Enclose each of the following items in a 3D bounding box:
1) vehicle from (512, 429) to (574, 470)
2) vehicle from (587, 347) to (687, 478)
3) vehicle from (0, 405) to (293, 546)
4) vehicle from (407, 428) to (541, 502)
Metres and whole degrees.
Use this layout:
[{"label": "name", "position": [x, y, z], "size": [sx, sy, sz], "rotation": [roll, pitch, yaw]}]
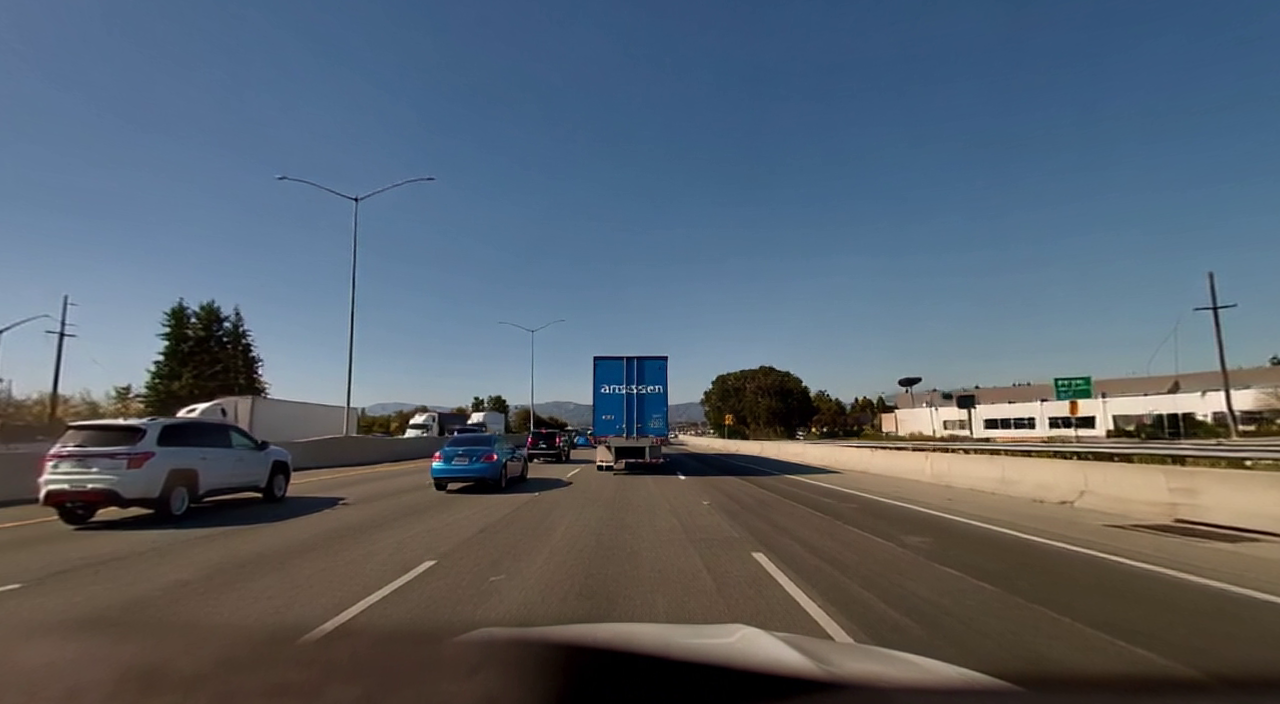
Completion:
[{"label": "vehicle", "position": [-4.010, 4.096, 26.759], "size": [1.946, 1.599, 4.073], "rotation": [0, -8, 1]}, {"label": "vehicle", "position": [-0.240, 2.654, 25.771], "size": [3.171, 4.204, 11.036], "rotation": [0, -8, -2]}, {"label": "vehicle", "position": [-7.750, 1.808, 9.927], "size": [1.998, 1.698, 4.461], "rotation": [0, -8, -1]}, {"label": "vehicle", "position": [-3.753, 2.611, 15.088], "size": [1.964, 1.507, 4.361], "rotation": [0, -8, 1]}]
